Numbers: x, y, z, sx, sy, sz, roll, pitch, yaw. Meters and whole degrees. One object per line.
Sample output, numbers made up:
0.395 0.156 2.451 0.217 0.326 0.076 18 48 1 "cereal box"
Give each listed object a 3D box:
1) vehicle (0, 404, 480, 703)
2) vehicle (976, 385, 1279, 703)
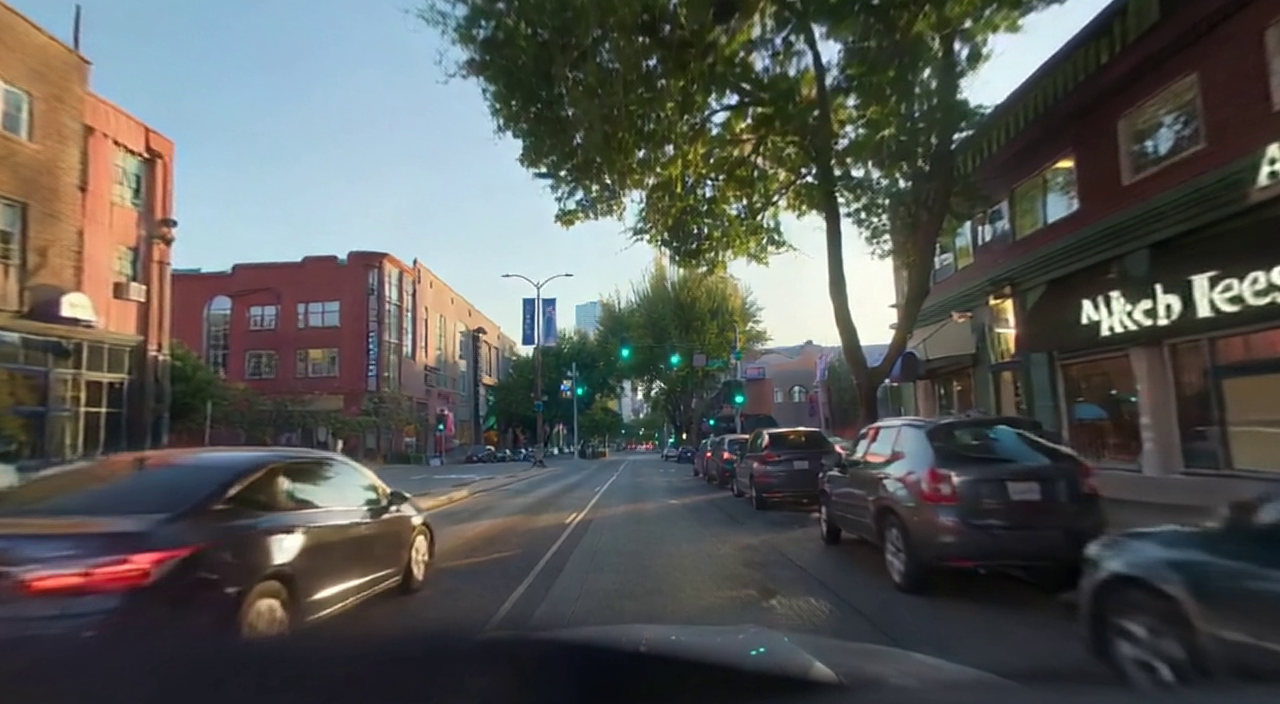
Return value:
-2.748 1.204 4.427 2.030 1.436 4.388 0 -8 1 "vehicle"
3.290 0.869 1.952 2.120 1.560 4.402 0 -8 1 "vehicle"
